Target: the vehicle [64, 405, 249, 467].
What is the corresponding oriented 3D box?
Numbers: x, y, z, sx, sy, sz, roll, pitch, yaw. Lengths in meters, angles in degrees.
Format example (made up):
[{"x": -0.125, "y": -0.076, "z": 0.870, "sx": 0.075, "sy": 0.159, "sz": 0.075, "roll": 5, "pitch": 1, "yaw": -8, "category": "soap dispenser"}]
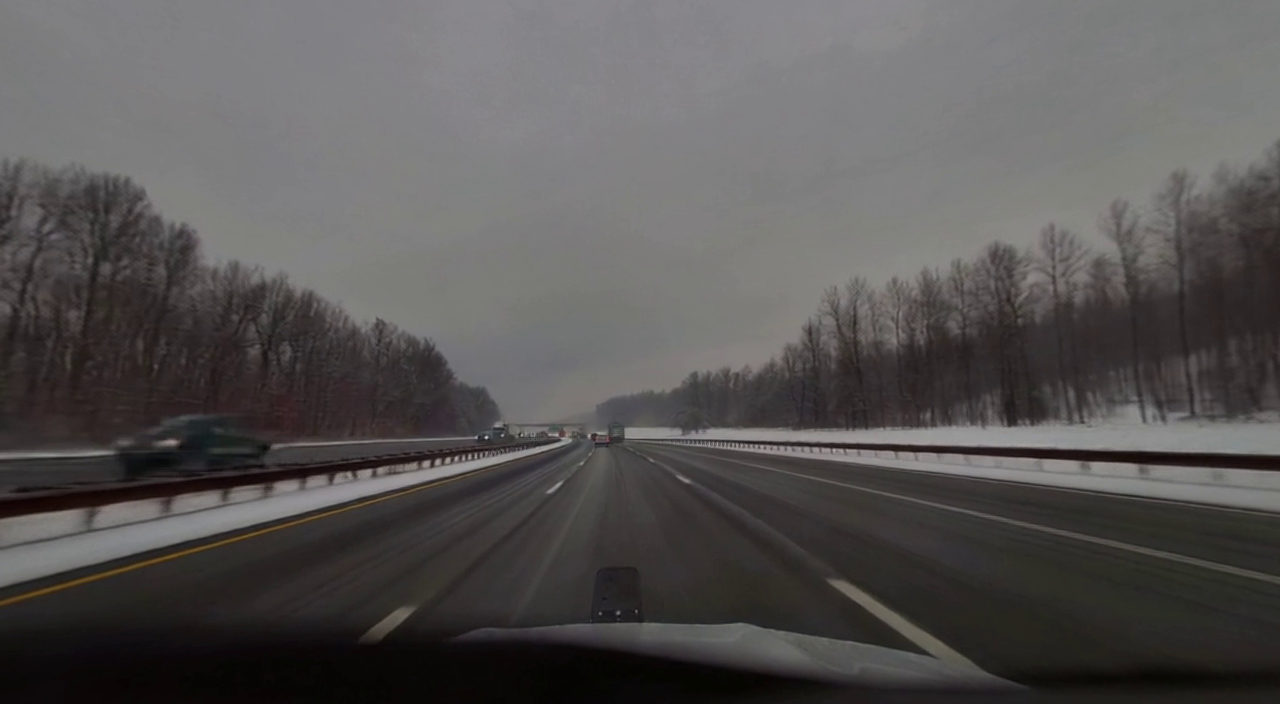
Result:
[{"x": -14.187, "y": 2.527, "z": 18.894, "sx": 2.070, "sy": 1.625, "sz": 4.519, "roll": 0, "pitch": -8, "yaw": -2, "category": "vehicle"}]
